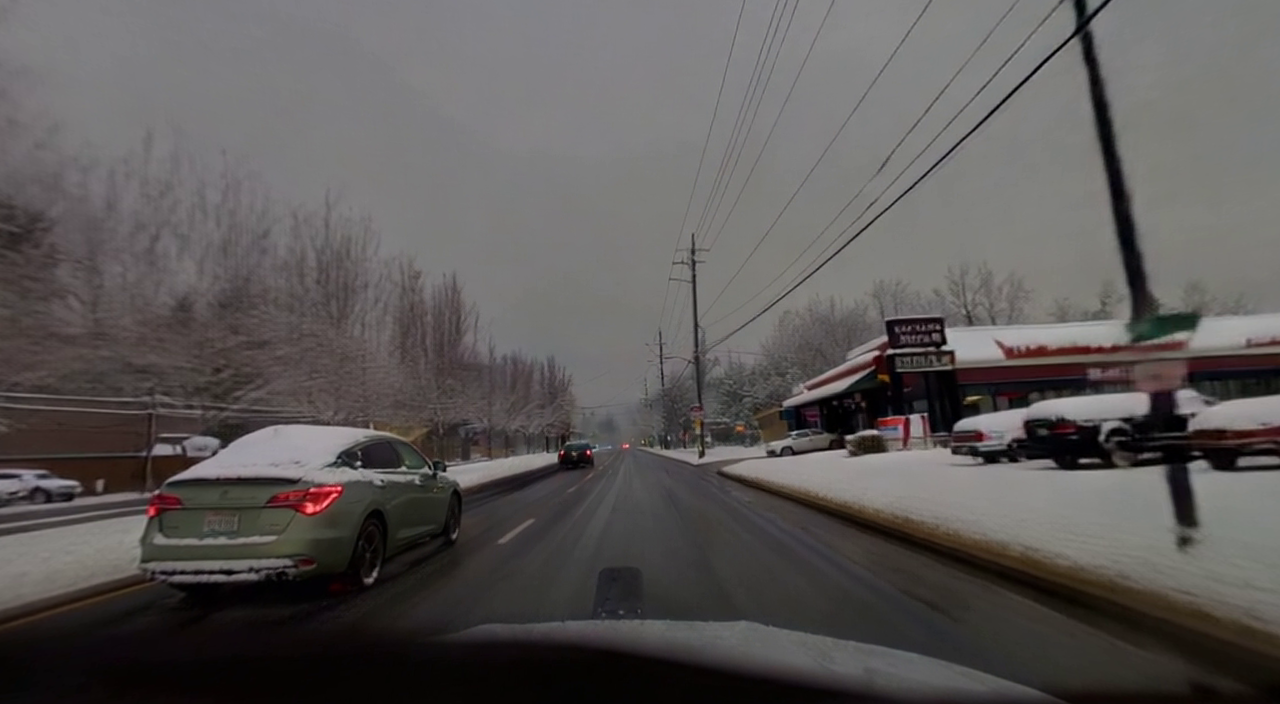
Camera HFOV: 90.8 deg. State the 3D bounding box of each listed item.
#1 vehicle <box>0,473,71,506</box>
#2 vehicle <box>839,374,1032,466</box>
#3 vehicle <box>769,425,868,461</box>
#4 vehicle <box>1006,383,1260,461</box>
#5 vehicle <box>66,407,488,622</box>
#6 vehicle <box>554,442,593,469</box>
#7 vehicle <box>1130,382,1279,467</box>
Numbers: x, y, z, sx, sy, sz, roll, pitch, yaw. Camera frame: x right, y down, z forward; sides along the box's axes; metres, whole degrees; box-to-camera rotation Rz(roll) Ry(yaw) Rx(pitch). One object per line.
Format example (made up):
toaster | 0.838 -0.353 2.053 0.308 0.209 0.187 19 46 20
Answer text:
vehicle | -33.577 7.354 33.950 1.871 1.488 4.498 0 -9 -3
vehicle | 12.126 2.849 26.394 6.427 3.417 2.845 -2 -7 -2
vehicle | 10.497 5.389 37.350 5.130 1.902 2.056 -1 -9 -2
vehicle | 12.603 1.848 16.430 4.780 1.870 2.140 0 -9 -2
vehicle | -3.392 1.618 7.283 2.126 1.655 4.560 0 -9 0
vehicle | -3.931 6.195 37.988 1.955 1.461 4.396 0 -9 -1
vehicle | 13.266 1.550 13.347 4.165 1.650 1.946 0 -9 -3
